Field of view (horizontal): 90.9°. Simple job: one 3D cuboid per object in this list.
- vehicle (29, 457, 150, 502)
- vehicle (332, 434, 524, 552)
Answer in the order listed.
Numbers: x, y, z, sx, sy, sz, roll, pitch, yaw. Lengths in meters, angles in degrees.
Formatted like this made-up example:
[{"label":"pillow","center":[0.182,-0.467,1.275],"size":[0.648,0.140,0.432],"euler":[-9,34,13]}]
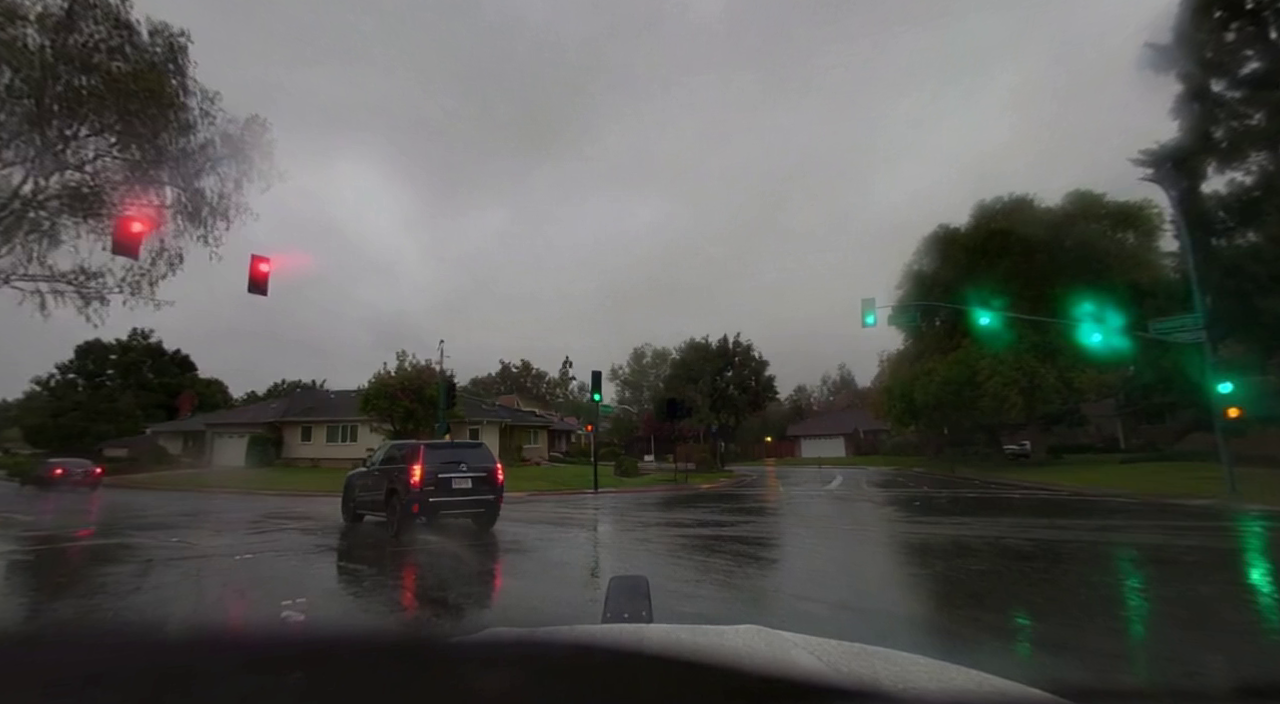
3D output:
[{"label":"vehicle","center":[-20.516,4.669,23.456],"size":[4.558,1.433,1.983],"euler":[-5,-10,31]},{"label":"vehicle","center":[-4.366,2.595,12.499],"size":[2.141,1.833,4.704],"euler":[6,-11,-37]}]
